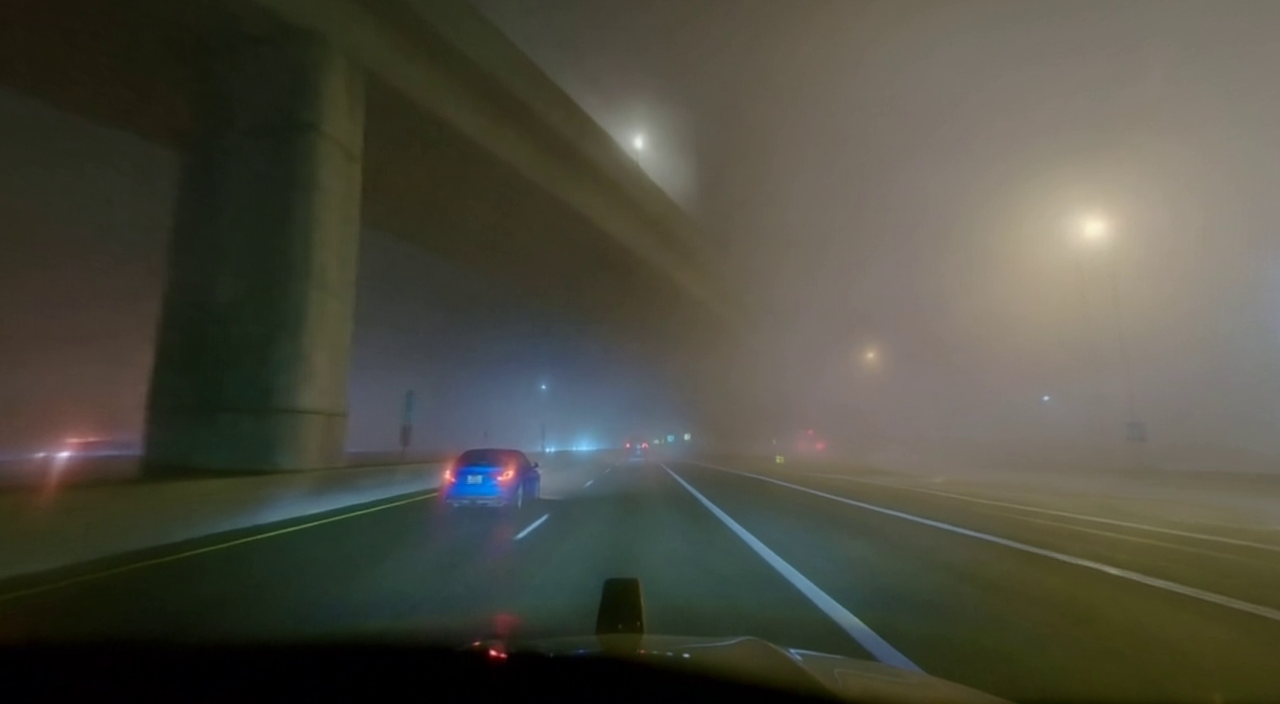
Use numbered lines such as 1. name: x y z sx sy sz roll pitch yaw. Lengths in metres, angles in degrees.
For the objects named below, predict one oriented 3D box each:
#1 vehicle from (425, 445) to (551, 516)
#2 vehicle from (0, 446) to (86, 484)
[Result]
1. vehicle: -3.521 3.056 15.502 2.044 1.478 4.114 0 -9 0
2. vehicle: -26.197 4.721 26.532 1.819 1.471 4.226 0 -9 0
